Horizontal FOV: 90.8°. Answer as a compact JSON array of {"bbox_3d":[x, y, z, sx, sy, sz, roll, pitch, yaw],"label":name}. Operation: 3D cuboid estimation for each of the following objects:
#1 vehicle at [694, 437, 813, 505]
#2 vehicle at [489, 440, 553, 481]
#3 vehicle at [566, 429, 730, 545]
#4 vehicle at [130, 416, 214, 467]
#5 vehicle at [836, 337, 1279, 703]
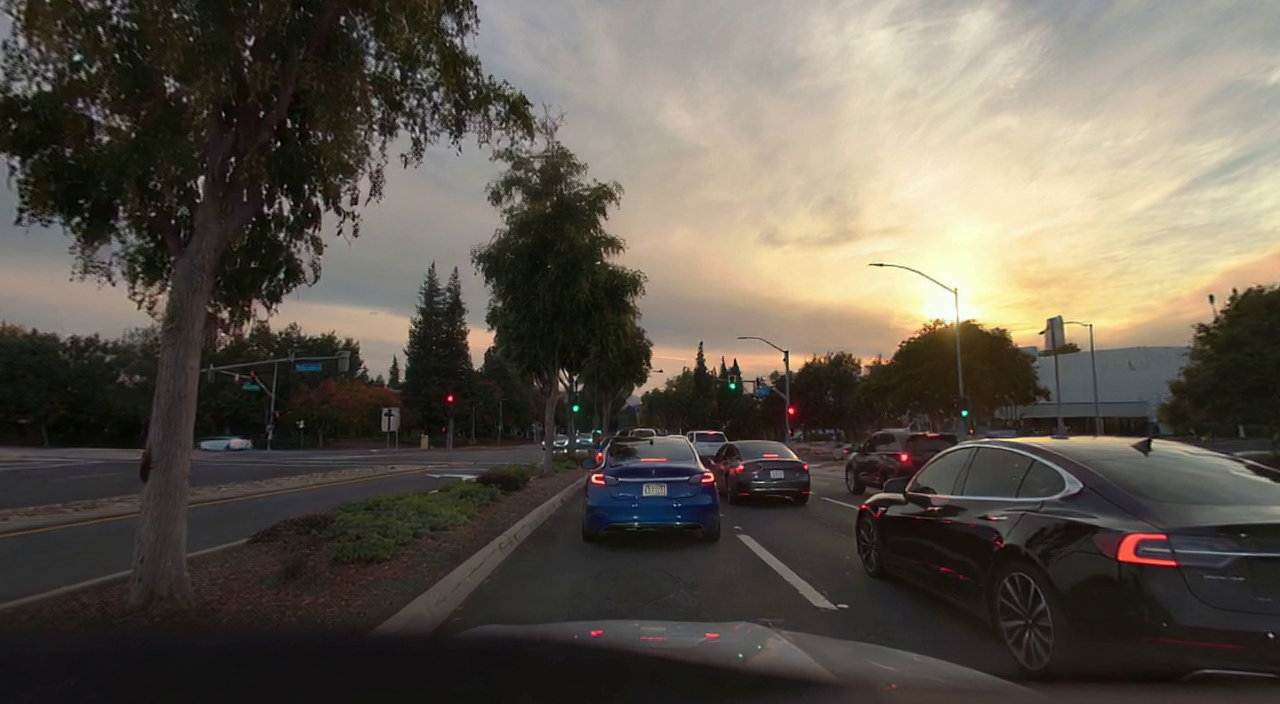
[{"bbox_3d":[2.684,2.930,16.032,2.058,1.466,4.208,0,-8,-3],"label":"vehicle"},{"bbox_3d":[-4.653,4.286,25.249,1.972,1.457,4.171,0,-8,-4],"label":"vehicle"},{"bbox_3d":[0.017,2.082,10.451,2.147,1.499,4.240,0,-8,-2],"label":"vehicle"},{"bbox_3d":[-29.285,5.617,39.679,2.608,2.990,3.026,2,-8,3],"label":"vehicle"},{"bbox_3d":[3.181,1.104,4.299,2.167,1.676,4.443,0,-8,-1],"label":"vehicle"}]
